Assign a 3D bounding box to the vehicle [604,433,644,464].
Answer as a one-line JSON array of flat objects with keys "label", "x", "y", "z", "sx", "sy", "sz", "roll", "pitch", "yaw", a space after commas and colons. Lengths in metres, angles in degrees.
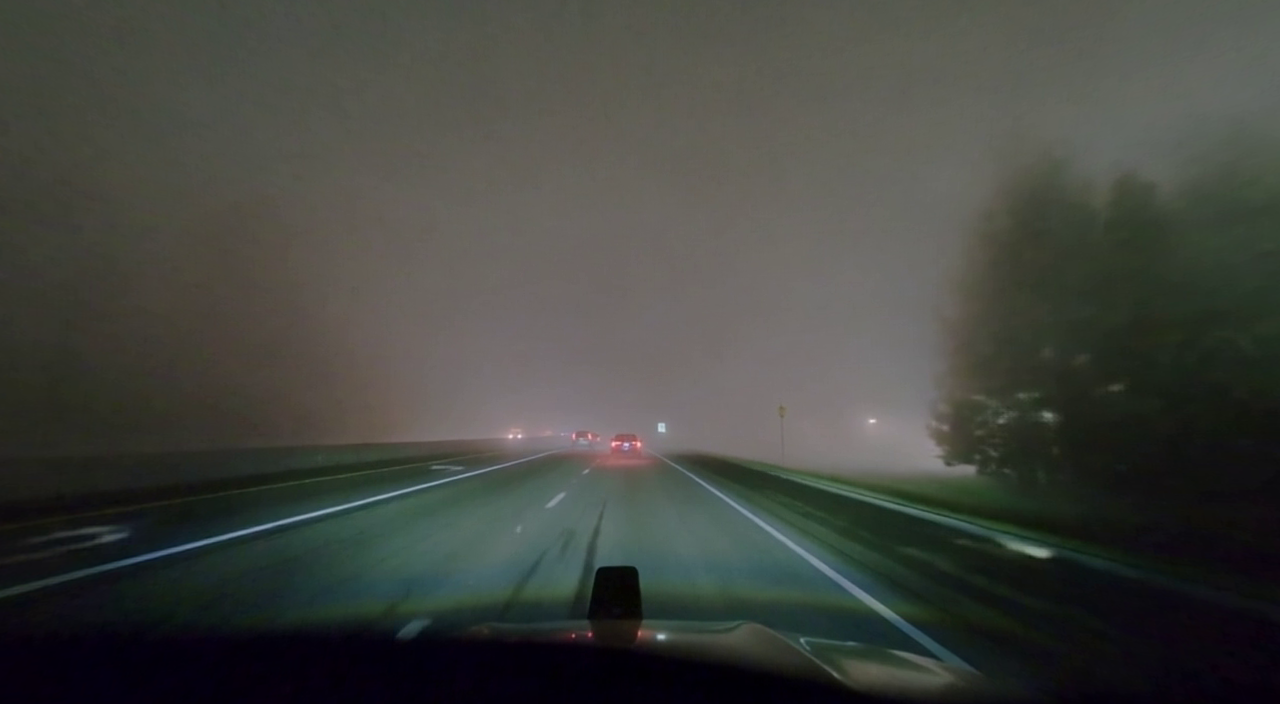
[{"label": "vehicle", "x": -0.854, "y": 4.989, "z": 32.791, "sx": 1.948, "sy": 1.470, "sz": 3.913, "roll": 0, "pitch": -8, "yaw": -2}]
